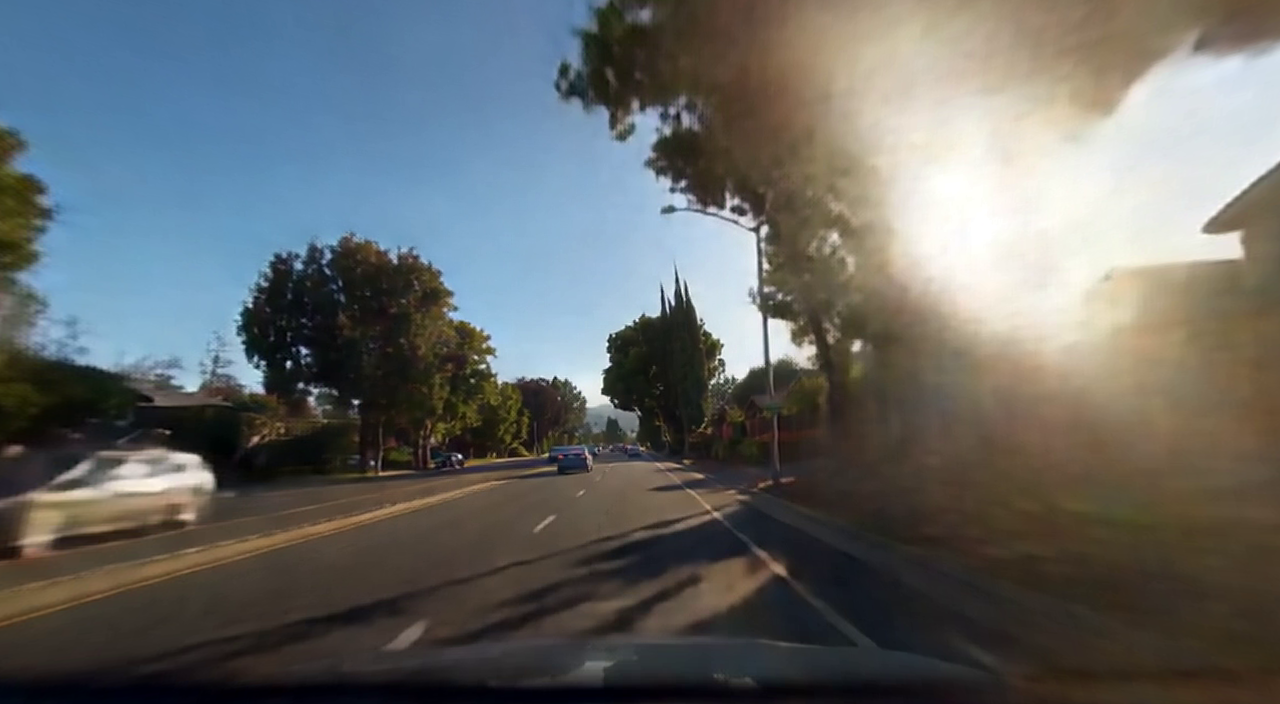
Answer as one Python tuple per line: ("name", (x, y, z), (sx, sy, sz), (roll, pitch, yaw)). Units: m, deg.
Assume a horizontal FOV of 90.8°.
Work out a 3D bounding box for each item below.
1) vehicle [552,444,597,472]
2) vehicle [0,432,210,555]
("vehicle", (-3.520, 5.757, 34.593), (1.992, 1.447, 4.044), (0, -8, 0))
("vehicle", (-10.075, 2.272, 10.735), (2.168, 1.703, 4.753), (0, -8, 0))
